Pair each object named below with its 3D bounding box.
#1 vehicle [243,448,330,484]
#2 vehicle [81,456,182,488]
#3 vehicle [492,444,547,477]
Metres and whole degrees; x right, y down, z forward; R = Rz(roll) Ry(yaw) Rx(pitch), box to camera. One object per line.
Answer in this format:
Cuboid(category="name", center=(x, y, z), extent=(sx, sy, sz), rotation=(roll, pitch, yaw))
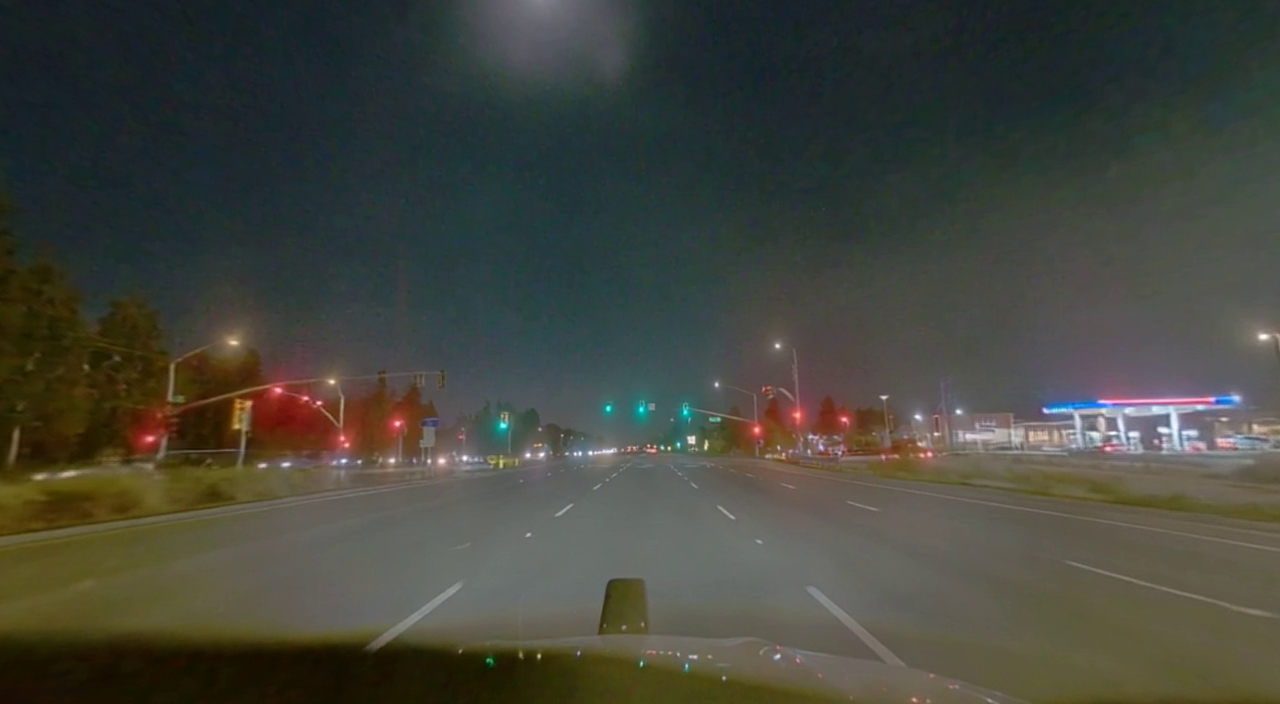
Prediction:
Cuboid(category="vehicle", center=(-18.058, 5.810, 32.477), extent=(1.926, 1.659, 4.426), rotation=(0, -9, 0))
Cuboid(category="vehicle", center=(-27.032, 6.363, 33.696), extent=(1.861, 1.553, 4.132), rotation=(0, -9, 2))
Cuboid(category="vehicle", center=(-5.992, 5.441, 31.873), extent=(1.843, 1.528, 4.121), rotation=(0, -9, 2))
